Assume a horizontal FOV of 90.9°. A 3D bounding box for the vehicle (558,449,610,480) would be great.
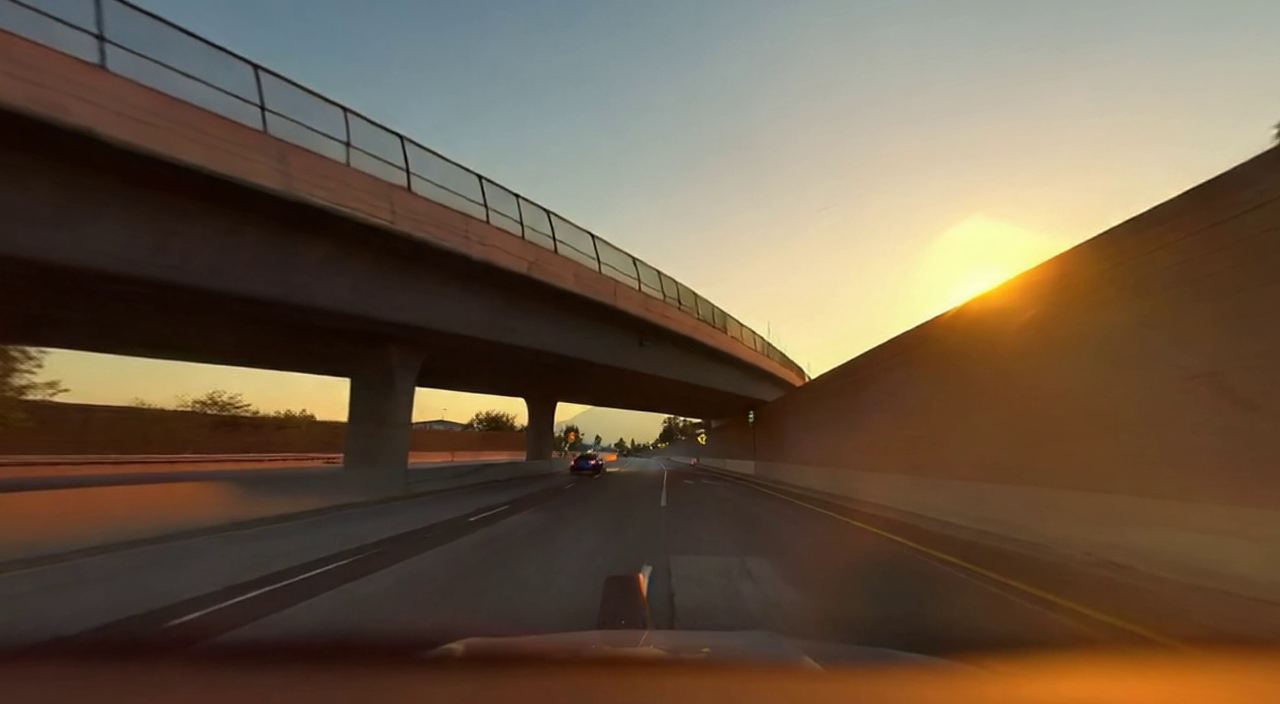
[{"bbox_3d":[-3.045,6.256,35.407,2.172,1.587,4.518,-1,-9,4],"label":"vehicle"}]
